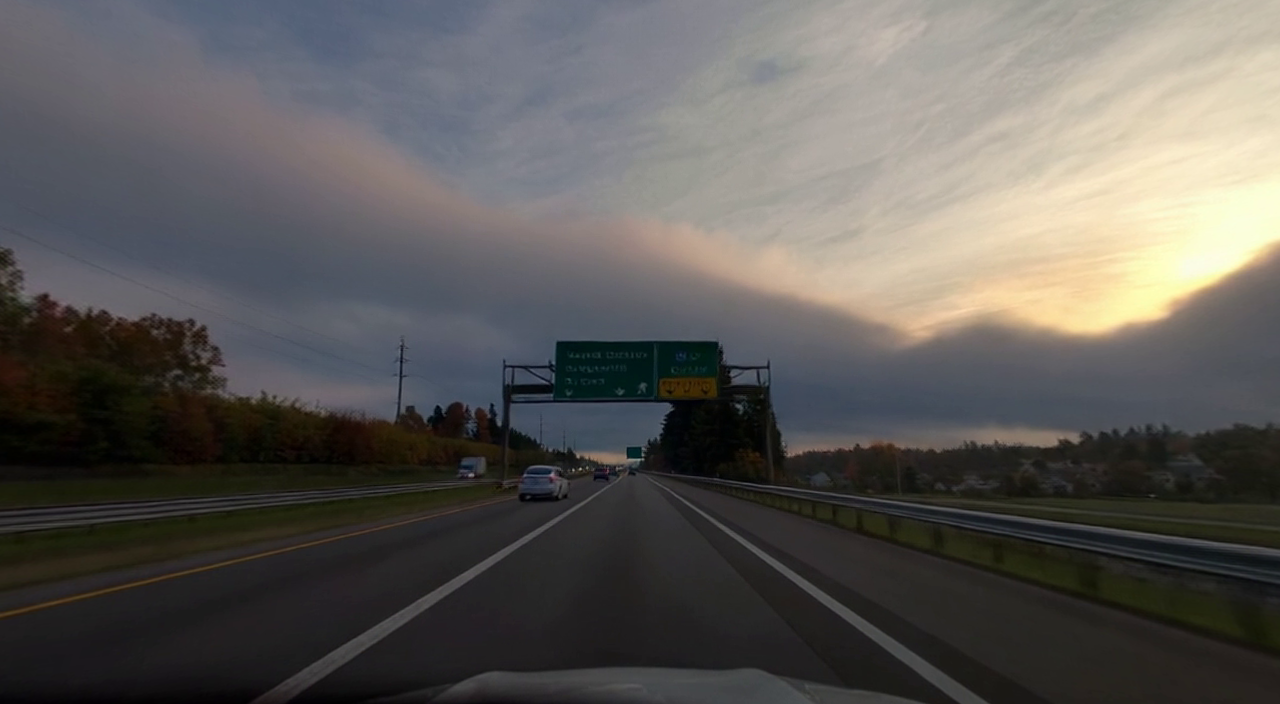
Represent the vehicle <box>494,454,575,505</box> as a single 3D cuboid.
[{"bbox_3d":[-4.158,5.204,25.941,2.254,1.809,5.839,1,-10,1],"label":"vehicle"}]
